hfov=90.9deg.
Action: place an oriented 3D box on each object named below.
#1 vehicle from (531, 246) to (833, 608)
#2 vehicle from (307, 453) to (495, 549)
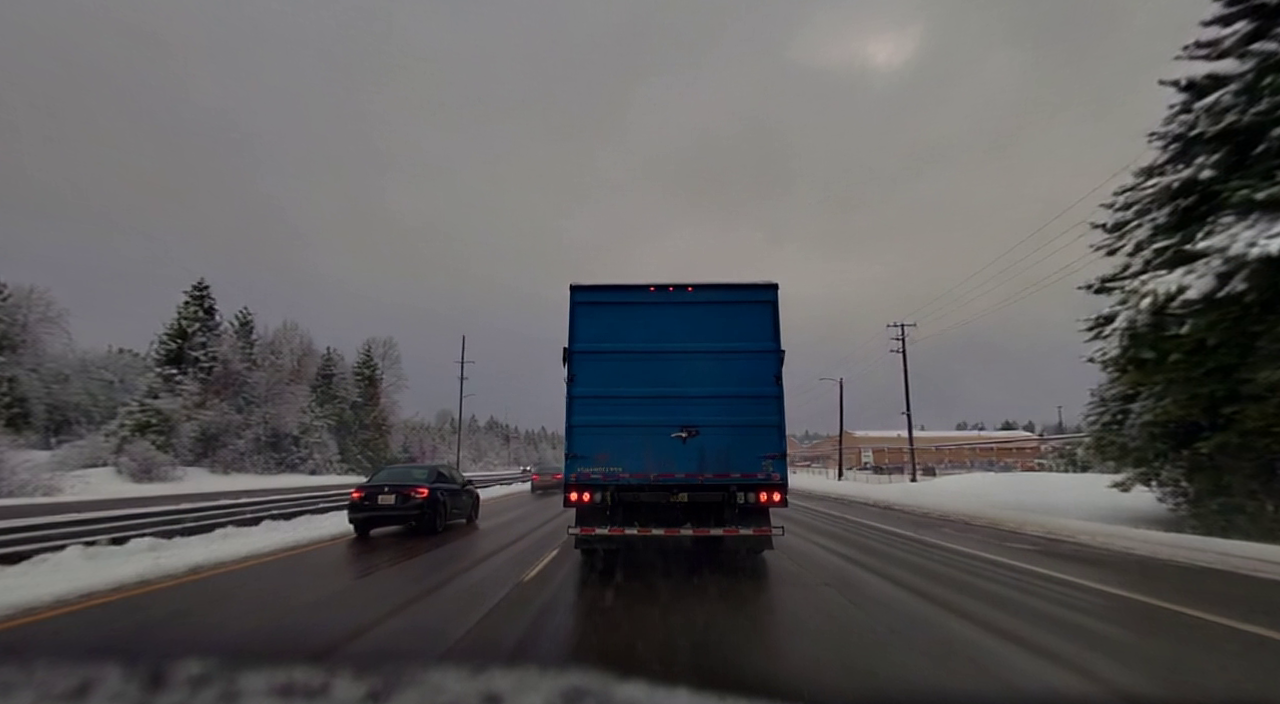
[{"bbox_3d":[0.599,1.434,10.504,2.831,3.529,8.689,0,-11,3],"label":"vehicle"},{"bbox_3d":[-4.306,2.785,12.265,1.891,1.469,4.431,1,-11,0],"label":"vehicle"}]
